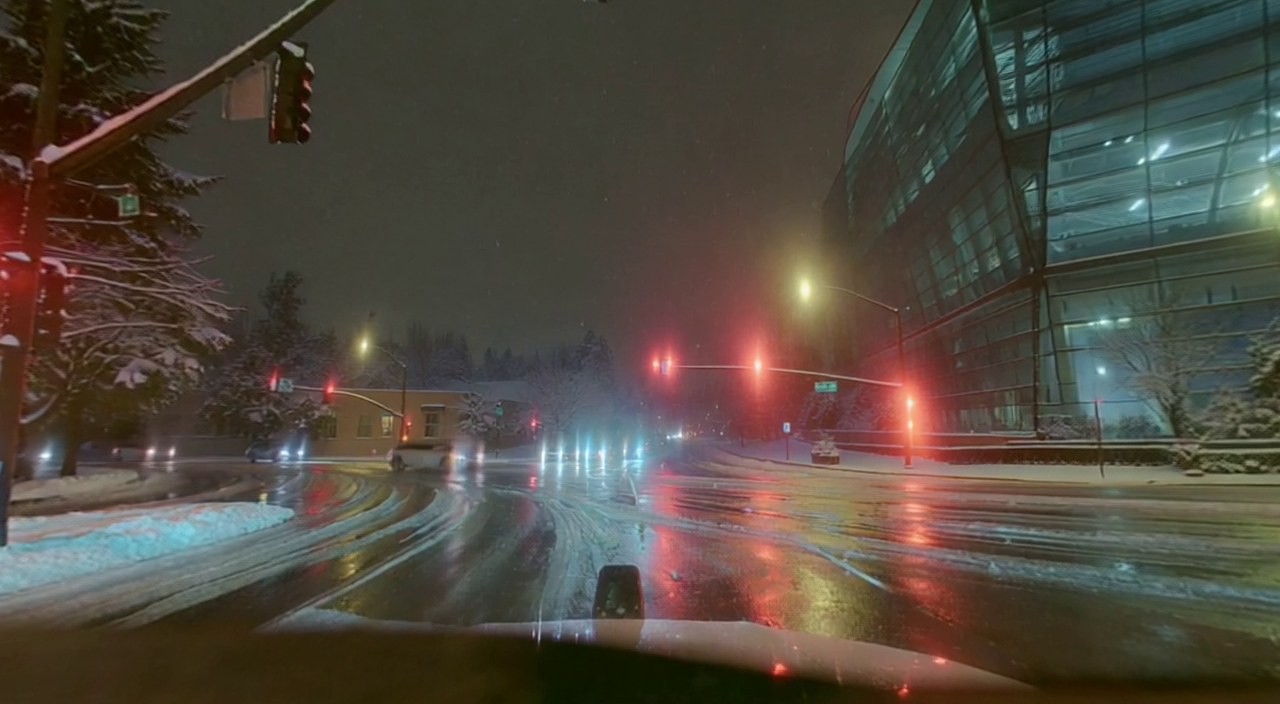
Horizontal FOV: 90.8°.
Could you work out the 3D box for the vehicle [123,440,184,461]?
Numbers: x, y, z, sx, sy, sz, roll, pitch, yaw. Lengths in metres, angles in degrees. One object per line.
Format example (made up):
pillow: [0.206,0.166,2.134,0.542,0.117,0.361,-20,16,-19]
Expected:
vehicle: [-35.718,7.246,46.320,4.380,1.455,1.869,-5,-10,29]

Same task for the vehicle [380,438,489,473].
vehicle: [-9.907,4.943,30.335,5.408,1.505,2.091,-6,-10,35]

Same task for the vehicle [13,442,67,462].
vehicle: [-43.864,7.280,46.136,4.323,1.390,1.953,-6,-10,35]
